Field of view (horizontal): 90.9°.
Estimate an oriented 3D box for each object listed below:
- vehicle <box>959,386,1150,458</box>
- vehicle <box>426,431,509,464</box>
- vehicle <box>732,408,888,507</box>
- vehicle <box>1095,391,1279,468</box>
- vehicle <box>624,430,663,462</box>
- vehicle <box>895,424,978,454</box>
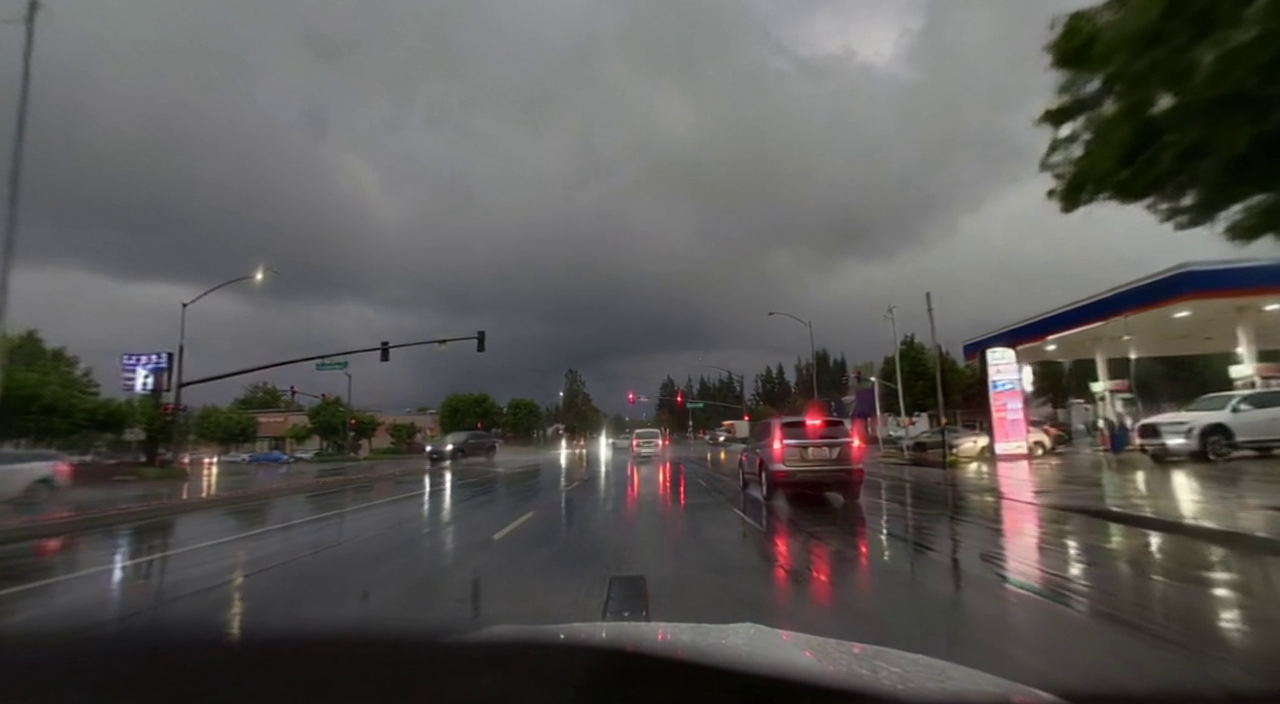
[{"bbox_3d":[16.299,2.817,25.079,5.790,2.675,2.554,1,-8,-4],"label":"vehicle"},{"bbox_3d":[-10.963,6.131,40.528,2.191,1.984,5.431,-3,-9,22],"label":"vehicle"},{"bbox_3d":[3.407,2.237,13.661,2.083,1.779,4.347,0,-8,-1],"label":"vehicle"},{"bbox_3d":[16.075,2.134,17.128,5.659,1.947,2.165,0,-8,1],"label":"vehicle"},{"bbox_3d":[0.208,5.285,35.411,2.067,1.702,3.987,0,-8,1],"label":"vehicle"},{"bbox_3d":[17.065,5.021,36.425,3.848,1.674,1.887,0,-8,1],"label":"vehicle"}]
